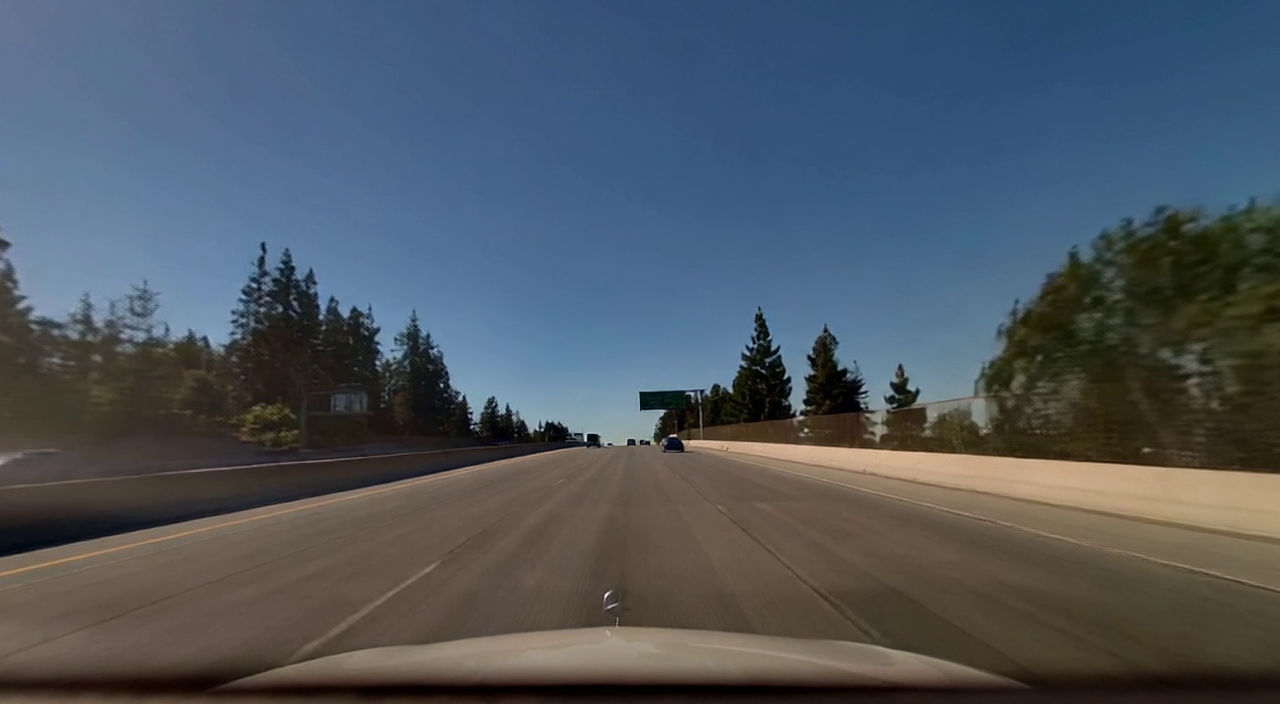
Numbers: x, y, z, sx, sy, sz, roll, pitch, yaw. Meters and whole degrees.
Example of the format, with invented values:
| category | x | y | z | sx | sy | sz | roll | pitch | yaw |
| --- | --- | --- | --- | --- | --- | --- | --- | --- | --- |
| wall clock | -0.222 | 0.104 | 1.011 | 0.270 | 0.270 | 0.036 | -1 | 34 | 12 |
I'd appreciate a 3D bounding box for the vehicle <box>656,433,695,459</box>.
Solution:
| category | x | y | z | sx | sy | sz | roll | pitch | yaw |
| --- | --- | --- | --- | --- | --- | --- | --- | --- | --- |
| vehicle | 2.040 | 5.587 | 37.583 | 1.911 | 1.449 | 3.776 | 0 | -8 | -3 |
